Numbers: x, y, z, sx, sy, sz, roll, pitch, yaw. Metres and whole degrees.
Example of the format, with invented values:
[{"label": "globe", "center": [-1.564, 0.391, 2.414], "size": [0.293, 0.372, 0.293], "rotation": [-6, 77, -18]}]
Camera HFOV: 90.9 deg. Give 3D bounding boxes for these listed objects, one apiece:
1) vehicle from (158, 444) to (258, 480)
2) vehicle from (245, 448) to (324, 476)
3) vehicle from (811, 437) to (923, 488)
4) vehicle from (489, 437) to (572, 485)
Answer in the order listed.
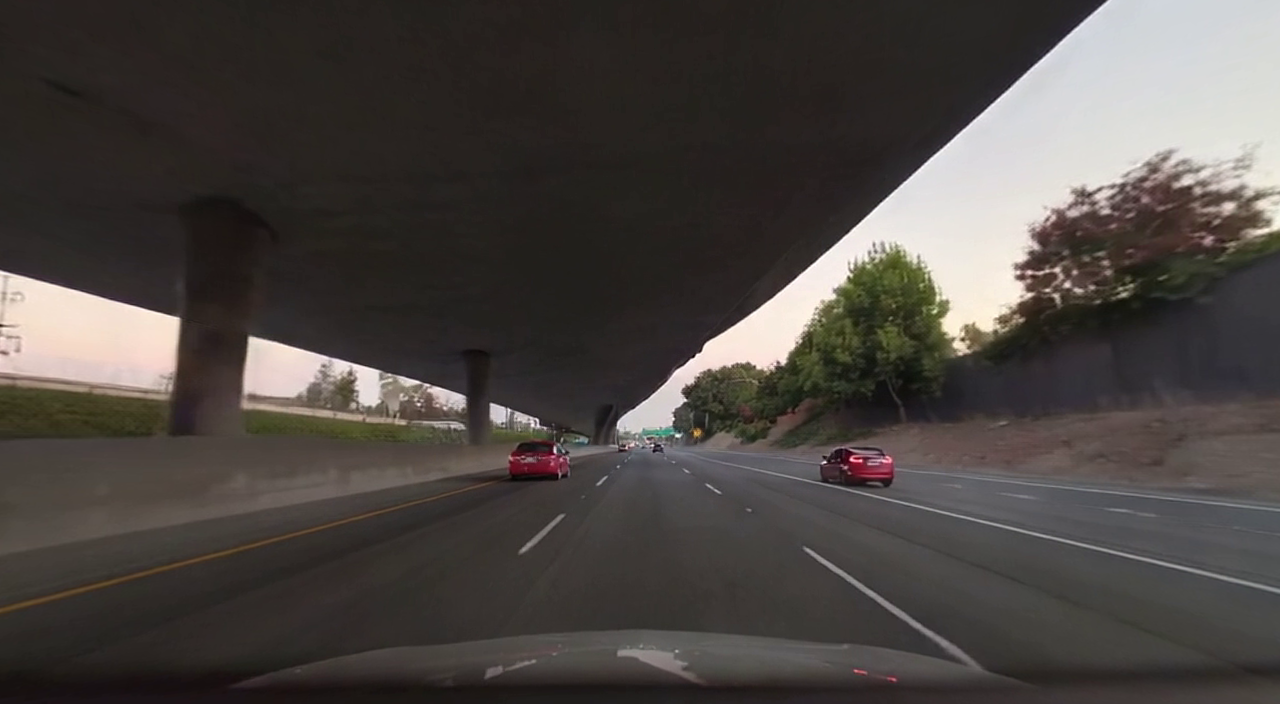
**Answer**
[{"label": "vehicle", "center": [-24.484, 6.224, 36.059], "size": [1.997, 1.847, 5.313], "rotation": [0, -8, 0]}, {"label": "vehicle", "center": [-20.750, 6.435, 37.052], "size": [1.891, 1.489, 4.682], "rotation": [0, -8, 0]}, {"label": "vehicle", "center": [7.255, 3.571, 20.724], "size": [1.914, 1.465, 4.574], "rotation": [0, -8, -1]}, {"label": "vehicle", "center": [-3.840, 3.924, 23.008], "size": [2.085, 1.533, 4.861], "rotation": [0, -8, 1]}]
